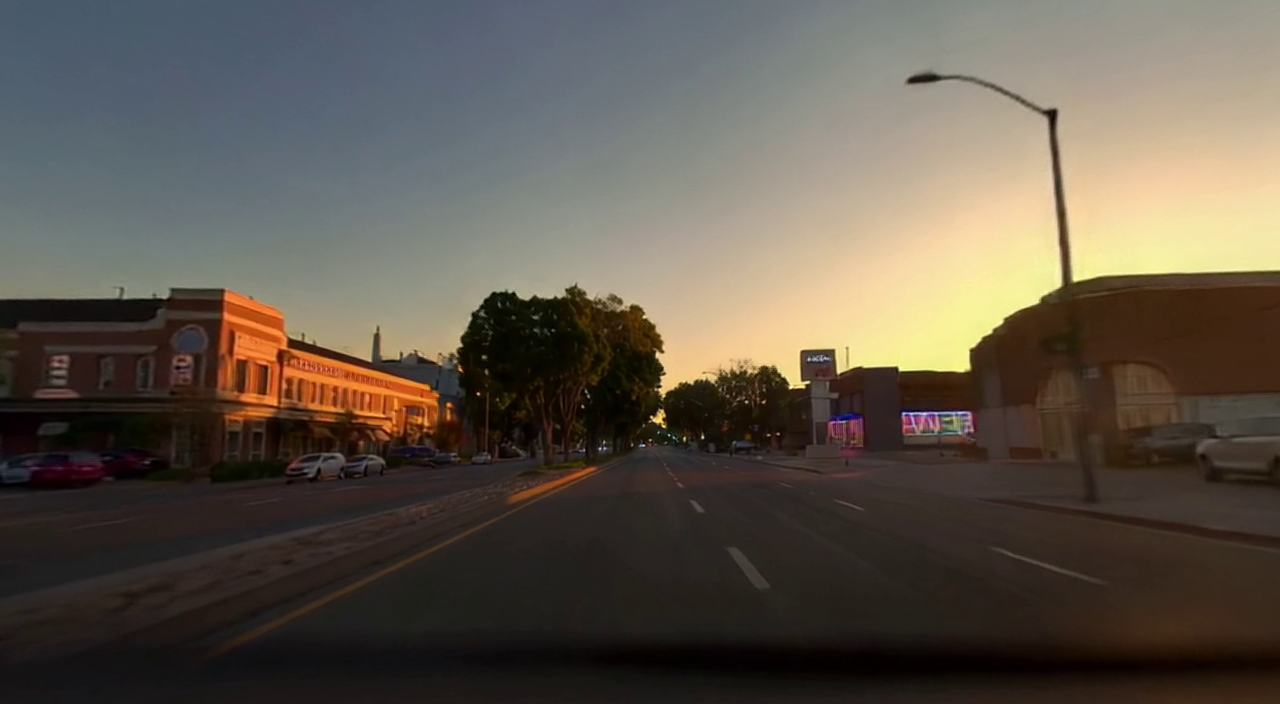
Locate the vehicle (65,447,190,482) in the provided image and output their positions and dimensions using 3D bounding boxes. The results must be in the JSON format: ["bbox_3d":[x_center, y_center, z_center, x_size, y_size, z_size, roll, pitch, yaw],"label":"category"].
[{"bbox_3d":[-27.000,5.924,33.227,4.472,1.717,2.392,0,-8,-2],"label":"vehicle"}]

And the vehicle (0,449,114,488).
[{"bbox_3d":[-27.158,5.219,28.358,4.724,1.634,2.314,0,-8,1],"label":"vehicle"}]

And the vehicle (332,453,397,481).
[{"bbox_3d":[-18.770,7.808,43.009,1.959,1.535,5.081,0,-7,3],"label":"vehicle"}]

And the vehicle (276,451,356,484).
[{"bbox_3d":[-19.079,6.808,37.275,2.029,1.785,4.694,0,-8,3],"label":"vehicle"}]
